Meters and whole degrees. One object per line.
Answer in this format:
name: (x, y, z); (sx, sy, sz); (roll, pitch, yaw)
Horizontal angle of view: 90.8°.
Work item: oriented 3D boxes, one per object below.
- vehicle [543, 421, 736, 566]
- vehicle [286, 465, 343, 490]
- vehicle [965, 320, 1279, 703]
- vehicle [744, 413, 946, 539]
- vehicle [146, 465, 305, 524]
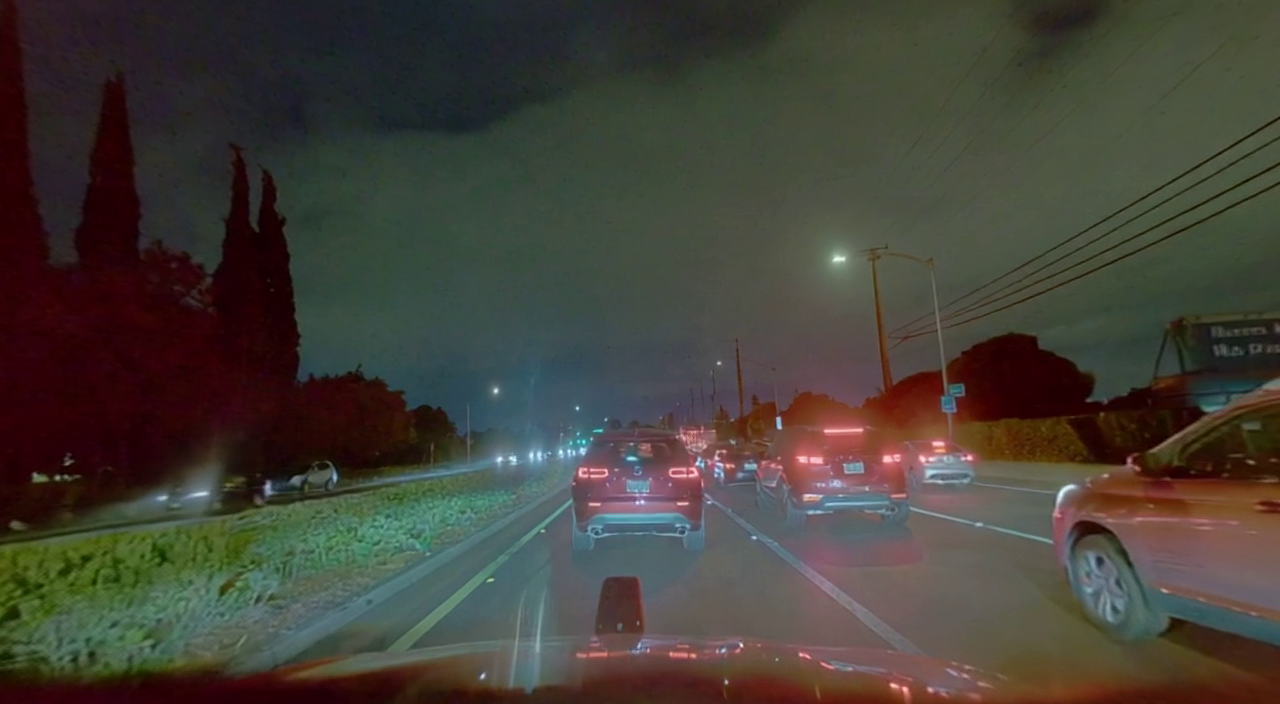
vehicle: (-0.033, 1.932, 9.410); (2.199, 1.641, 4.232); (0, -8, -1)
vehicle: (-22.722, 8.758, 44.238); (1.847, 1.554, 3.926); (0, -8, 0)
vehicle: (3.525, 0.762, 2.678); (2.001, 1.707, 4.250); (0, -8, 0)
vehicle: (3.361, 2.145, 11.563); (2.097, 1.818, 4.625); (0, -8, 0)
vehicle: (-13.083, 4.490, 20.379); (1.960, 1.491, 4.700); (0, -8, 0)
